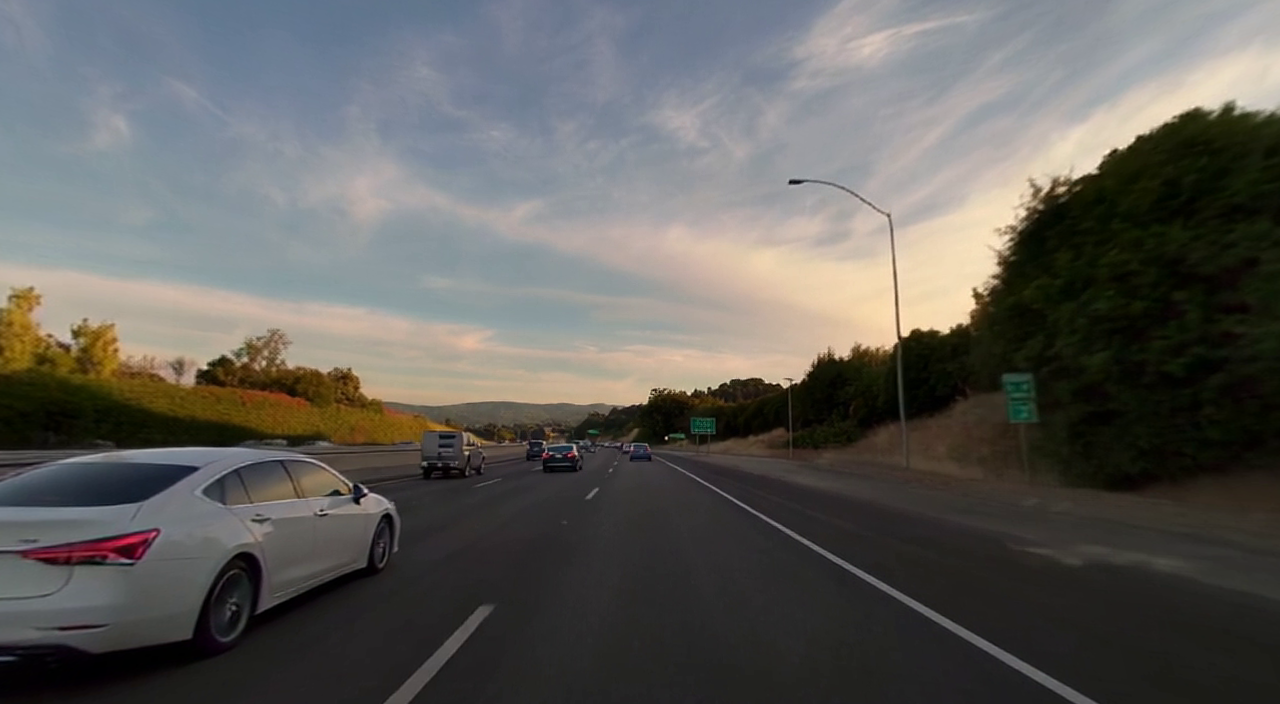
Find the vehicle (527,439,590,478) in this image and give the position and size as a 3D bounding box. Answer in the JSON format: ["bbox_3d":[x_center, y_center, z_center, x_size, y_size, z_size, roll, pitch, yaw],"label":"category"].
[{"bbox_3d":[-3.362,4.481,26.945,2.068,1.501,4.395,0,-8,0],"label":"vehicle"}]

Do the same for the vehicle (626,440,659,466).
[{"bbox_3d":[0.112,6.417,40.263,2.018,1.508,4.087,0,-8,-1],"label":"vehicle"}]

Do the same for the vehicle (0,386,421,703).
[{"bbox_3d":[-3.318,1.194,4.359,2.025,1.506,4.429,0,-8,0],"label":"vehicle"}]

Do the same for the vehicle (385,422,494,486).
[{"bbox_3d":[-6.972,3.617,22.668,2.171,1.982,5.246,0,-8,0],"label":"vehicle"}]
